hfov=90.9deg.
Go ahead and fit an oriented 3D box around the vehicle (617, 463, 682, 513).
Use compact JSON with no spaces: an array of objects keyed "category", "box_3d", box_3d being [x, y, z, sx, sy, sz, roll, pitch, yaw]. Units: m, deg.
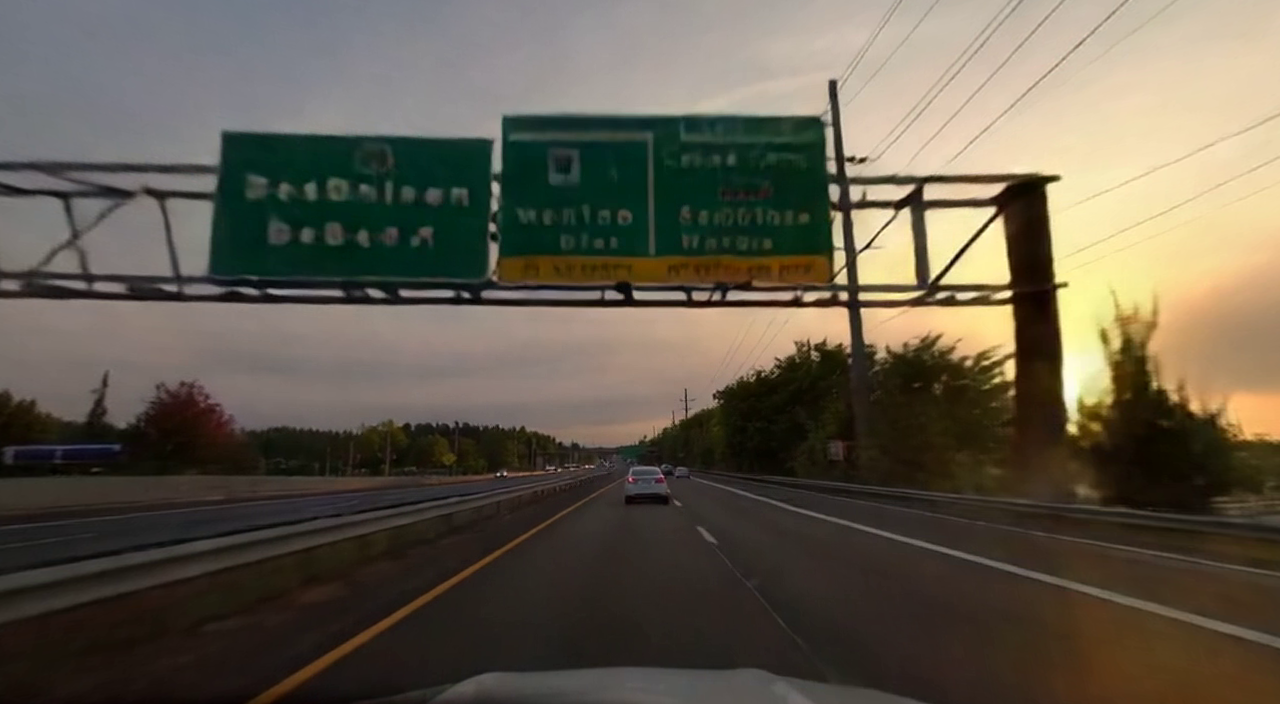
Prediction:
[{"category":"vehicle","box_3d":[0.302,4.490,21.134,1.987,1.480,3.786,1,-10,0]}]
